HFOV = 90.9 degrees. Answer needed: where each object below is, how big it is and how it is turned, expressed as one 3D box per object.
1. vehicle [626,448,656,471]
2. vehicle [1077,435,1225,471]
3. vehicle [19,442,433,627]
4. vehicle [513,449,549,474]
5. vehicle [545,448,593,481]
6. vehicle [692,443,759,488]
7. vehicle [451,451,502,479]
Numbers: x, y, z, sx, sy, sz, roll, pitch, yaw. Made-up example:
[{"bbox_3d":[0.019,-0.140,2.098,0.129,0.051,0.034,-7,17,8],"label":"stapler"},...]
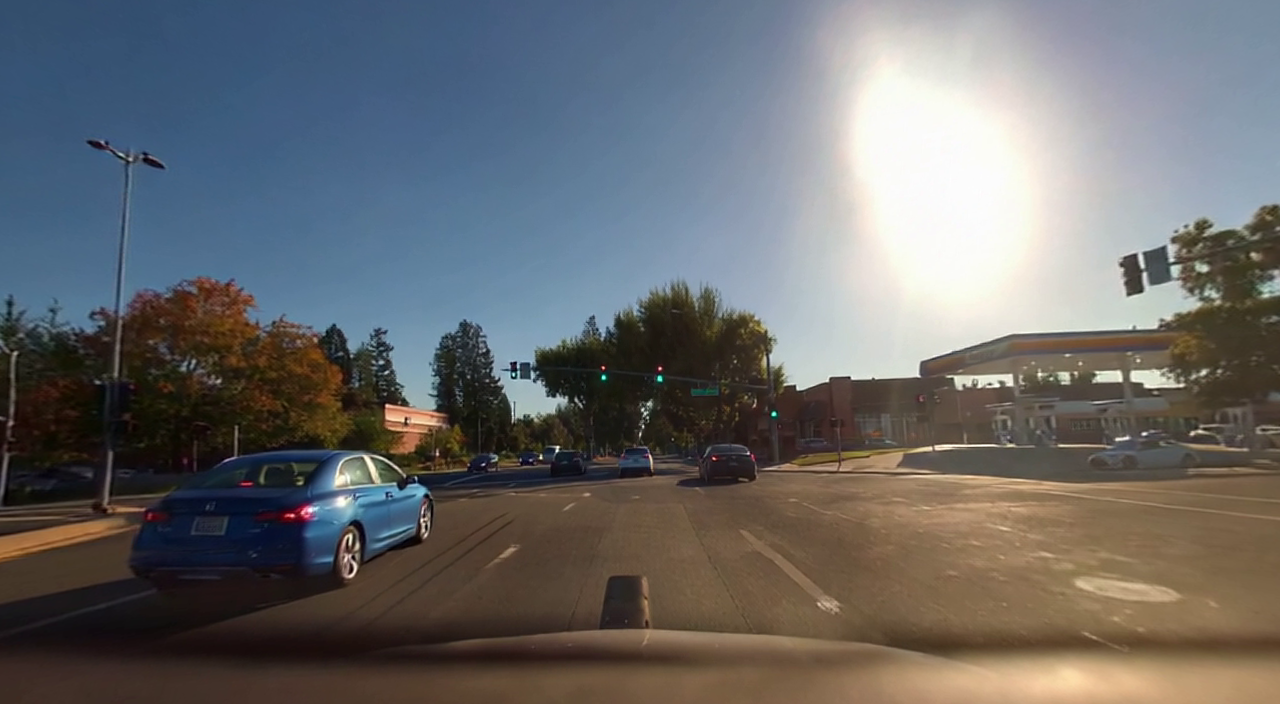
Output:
[{"bbox_3d":[0.049,7.276,42.810,1.934,1.470,3.988,0,-8,-1],"label":"vehicle"},{"bbox_3d":[21.346,4.217,26.462,4.573,1.419,1.840,0,-8,-1],"label":"vehicle"},{"bbox_3d":[-4.083,1.805,7.364,1.803,1.463,4.422,0,-8,1],"label":"vehicle"},{"bbox_3d":[-8.347,8.372,48.600,1.922,1.660,4.332,-3,-8,1],"label":"vehicle"},{"bbox_3d":[-3.454,5.547,31.327,1.841,1.474,4.038,-1,-8,1],"label":"vehicle"},{"bbox_3d":[3.035,4.127,23.249,1.883,1.465,3.975,0,-8,-1],"label":"vehicle"},{"bbox_3d":[-11.447,7.891,44.430,2.130,1.672,4.549,-4,-8,3],"label":"vehicle"}]
